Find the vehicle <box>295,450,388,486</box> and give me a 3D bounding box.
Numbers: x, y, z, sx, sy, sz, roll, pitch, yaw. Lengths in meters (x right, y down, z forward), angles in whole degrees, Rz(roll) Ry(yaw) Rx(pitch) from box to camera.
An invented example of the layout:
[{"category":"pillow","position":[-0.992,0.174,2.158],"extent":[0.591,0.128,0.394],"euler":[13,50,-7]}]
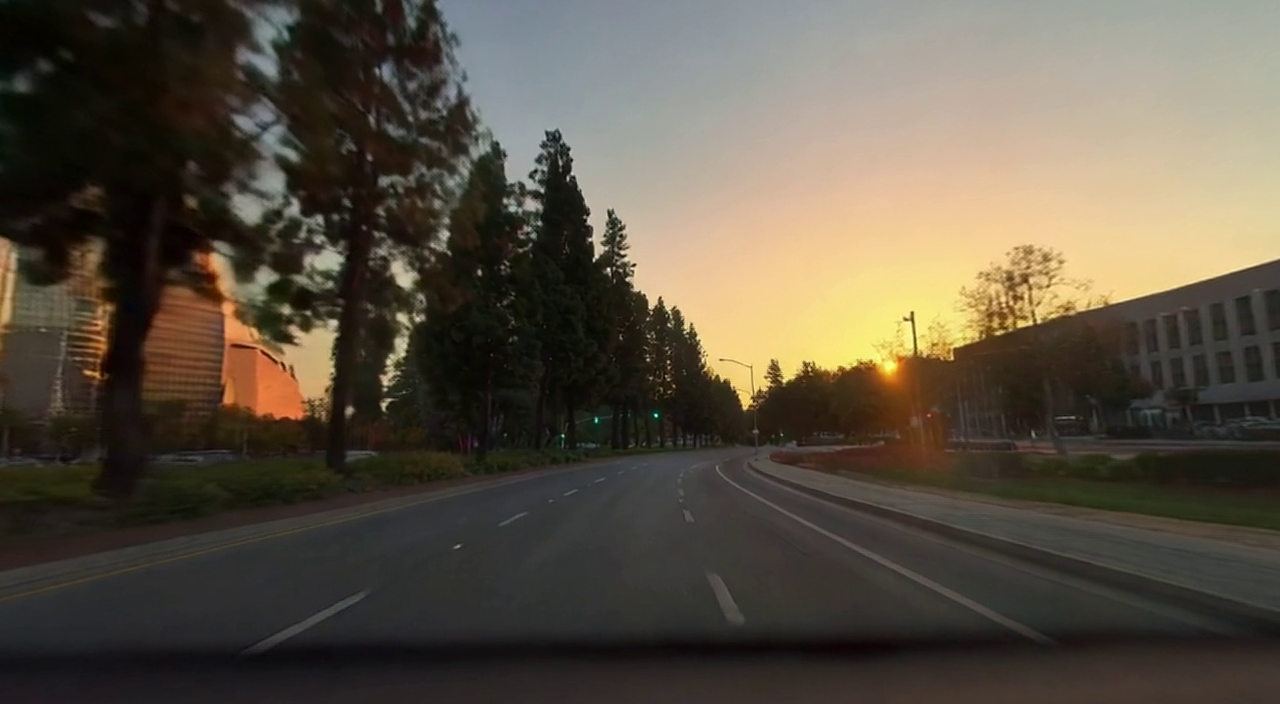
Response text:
[{"category":"vehicle","position":[-14.028,5.461,30.013],"extent":[1.842,1.529,4.356],"euler":[-2,-9,8]}]
